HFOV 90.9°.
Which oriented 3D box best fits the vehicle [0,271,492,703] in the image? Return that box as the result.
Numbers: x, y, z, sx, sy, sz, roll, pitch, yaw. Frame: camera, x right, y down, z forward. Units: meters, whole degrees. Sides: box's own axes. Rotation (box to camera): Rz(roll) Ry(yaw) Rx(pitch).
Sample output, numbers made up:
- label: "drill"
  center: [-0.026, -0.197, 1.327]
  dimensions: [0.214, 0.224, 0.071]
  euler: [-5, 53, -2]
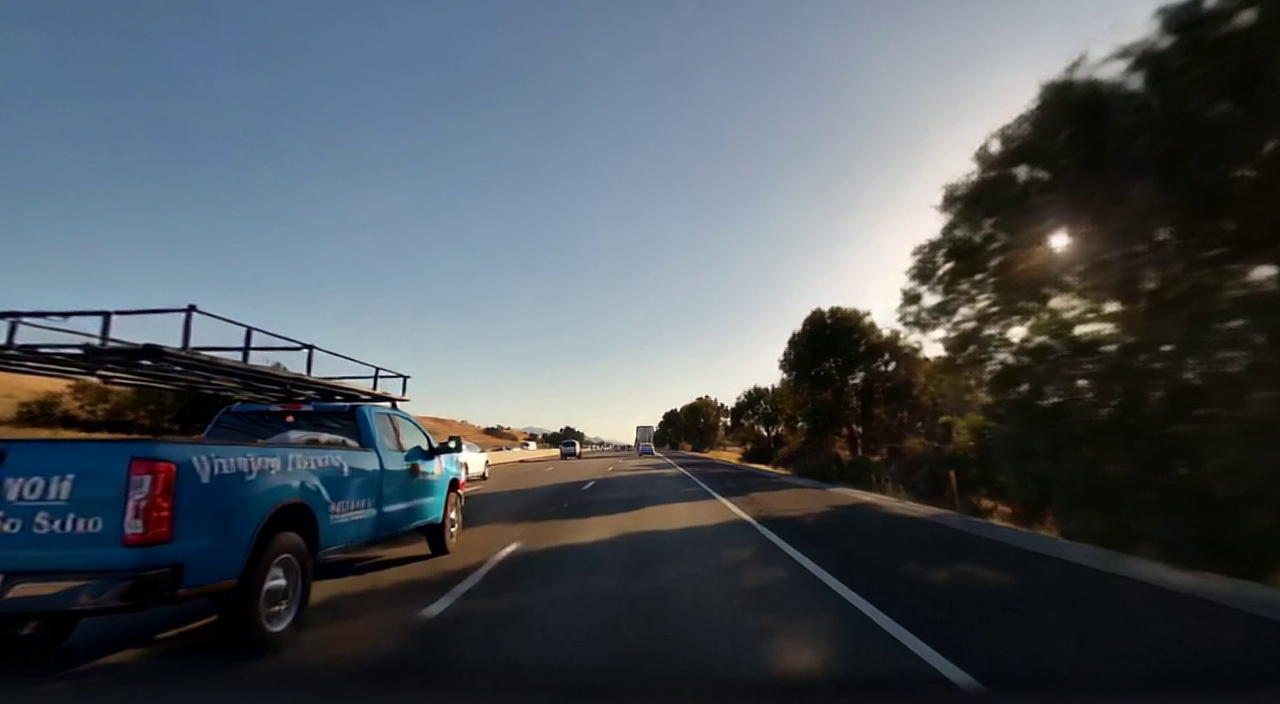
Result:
- label: "vehicle"
  center: [-3.806, 1.195, 6.686]
  dimensions: [2.791, 2.330, 6.725]
  euler: [-1, -8, 0]
